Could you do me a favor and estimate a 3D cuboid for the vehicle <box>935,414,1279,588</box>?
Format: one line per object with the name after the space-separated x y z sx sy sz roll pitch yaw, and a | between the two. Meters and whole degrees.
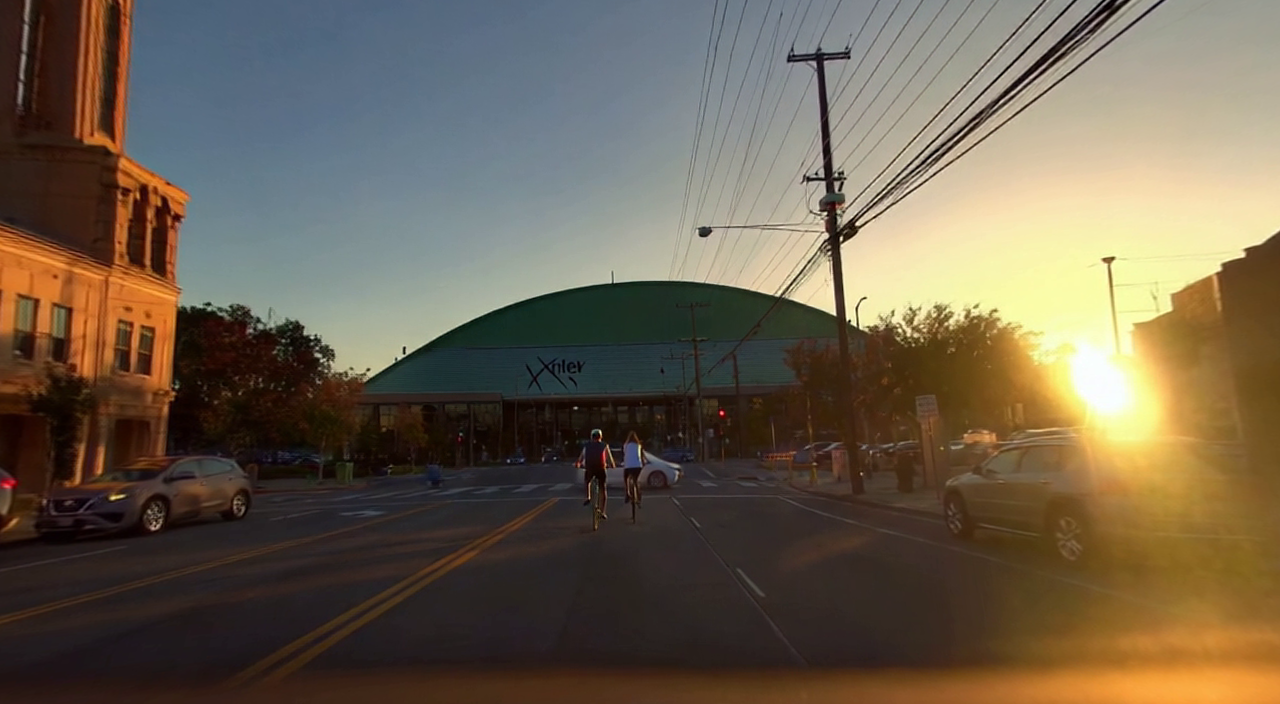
5.826 1.777 8.348 1.873 1.714 3.979 0 -8 0 | vehicle

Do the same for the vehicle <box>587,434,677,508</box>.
-0.165 3.208 17.474 2.190 1.783 4.048 0 -8 1 | vehicle

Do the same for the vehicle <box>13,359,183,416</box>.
-17.103 1.168 20.099 3.685 1.584 1.708 1 -9 -3 | vehicle

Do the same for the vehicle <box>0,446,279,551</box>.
-10.250 2.946 13.617 2.075 1.816 4.900 0 -8 -1 | vehicle
